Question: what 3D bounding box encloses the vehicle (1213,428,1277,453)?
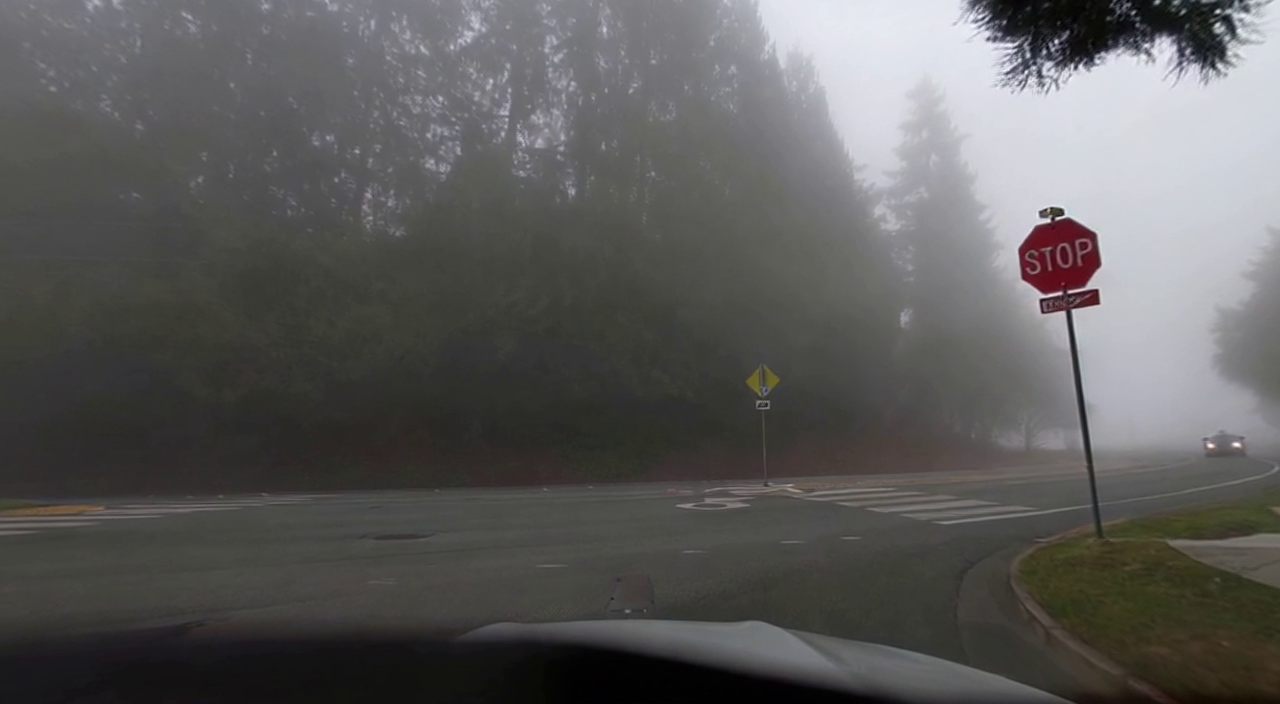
[{"bbox_3d":[38.327,5.605,39.892,4.473,1.474,2.108,6,-10,-37],"label":"vehicle"}]
